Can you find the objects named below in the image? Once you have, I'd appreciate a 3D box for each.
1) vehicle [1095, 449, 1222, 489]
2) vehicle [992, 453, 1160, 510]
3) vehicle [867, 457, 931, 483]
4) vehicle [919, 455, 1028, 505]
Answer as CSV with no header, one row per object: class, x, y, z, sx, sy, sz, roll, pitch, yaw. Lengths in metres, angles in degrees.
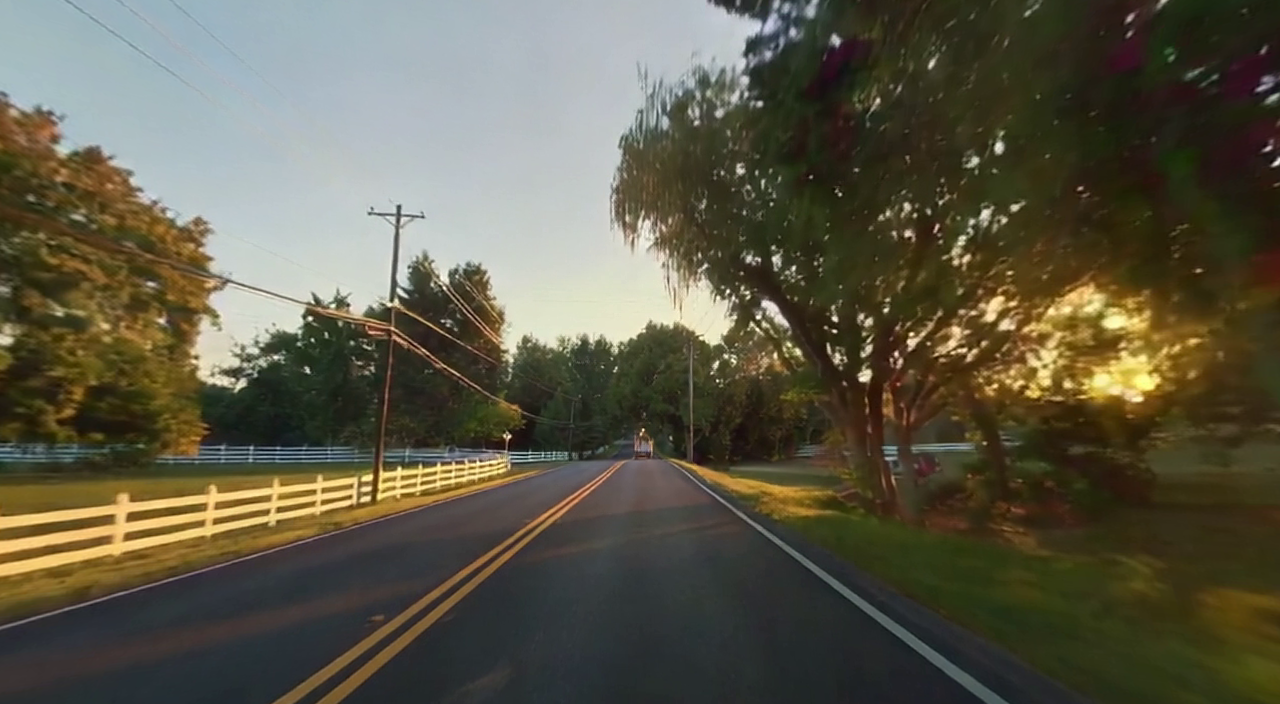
vehicle,21.479,4.843,26.321,1.782,1.451,3.741,-2,-9,-7
vehicle,18.263,5.393,26.897,2.328,1.955,5.699,-3,-9,-11
vehicle,16.183,7.383,39.645,2.001,1.450,4.481,0,-8,-2
vehicle,14.402,5.517,27.667,2.009,1.781,5.311,-1,-8,2
